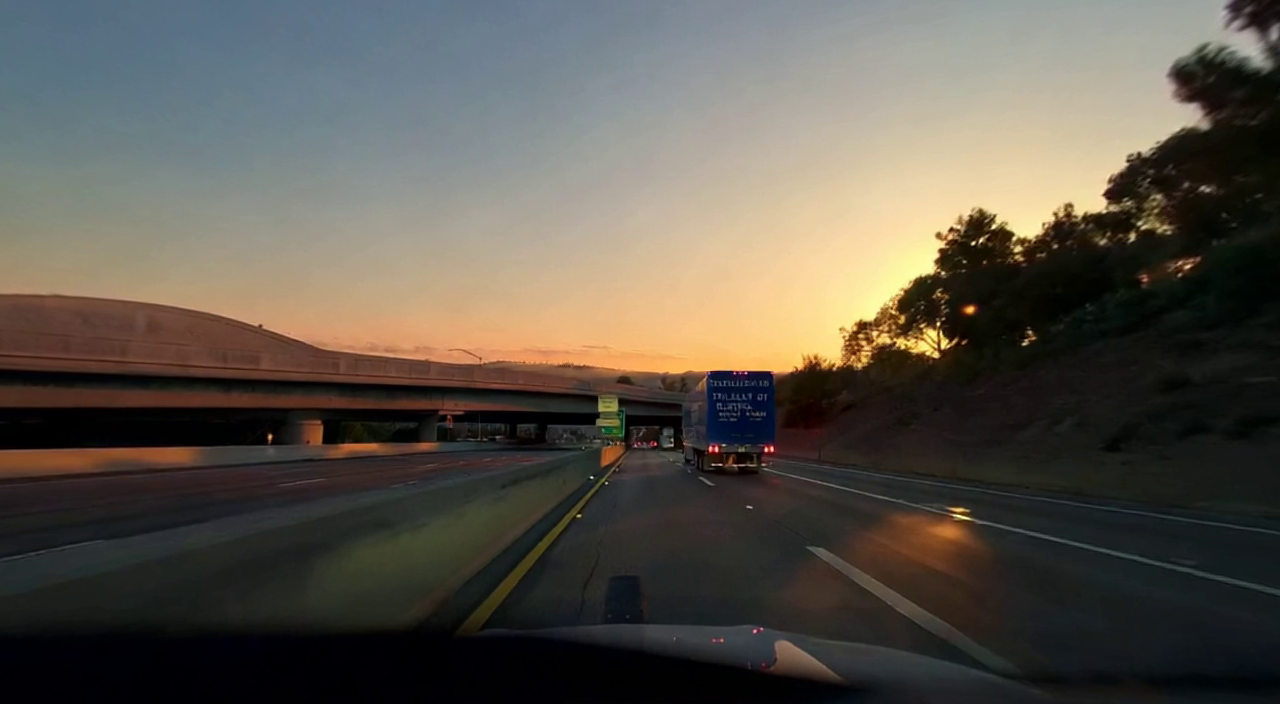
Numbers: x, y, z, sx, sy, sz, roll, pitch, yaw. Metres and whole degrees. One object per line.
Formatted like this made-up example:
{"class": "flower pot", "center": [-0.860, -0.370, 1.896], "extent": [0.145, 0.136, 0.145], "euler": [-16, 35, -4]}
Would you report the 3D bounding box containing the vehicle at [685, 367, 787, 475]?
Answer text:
{"class": "vehicle", "center": [4.125, 3.597, 30.883], "extent": [3.006, 4.093, 14.142], "euler": [0, -8, 1]}
